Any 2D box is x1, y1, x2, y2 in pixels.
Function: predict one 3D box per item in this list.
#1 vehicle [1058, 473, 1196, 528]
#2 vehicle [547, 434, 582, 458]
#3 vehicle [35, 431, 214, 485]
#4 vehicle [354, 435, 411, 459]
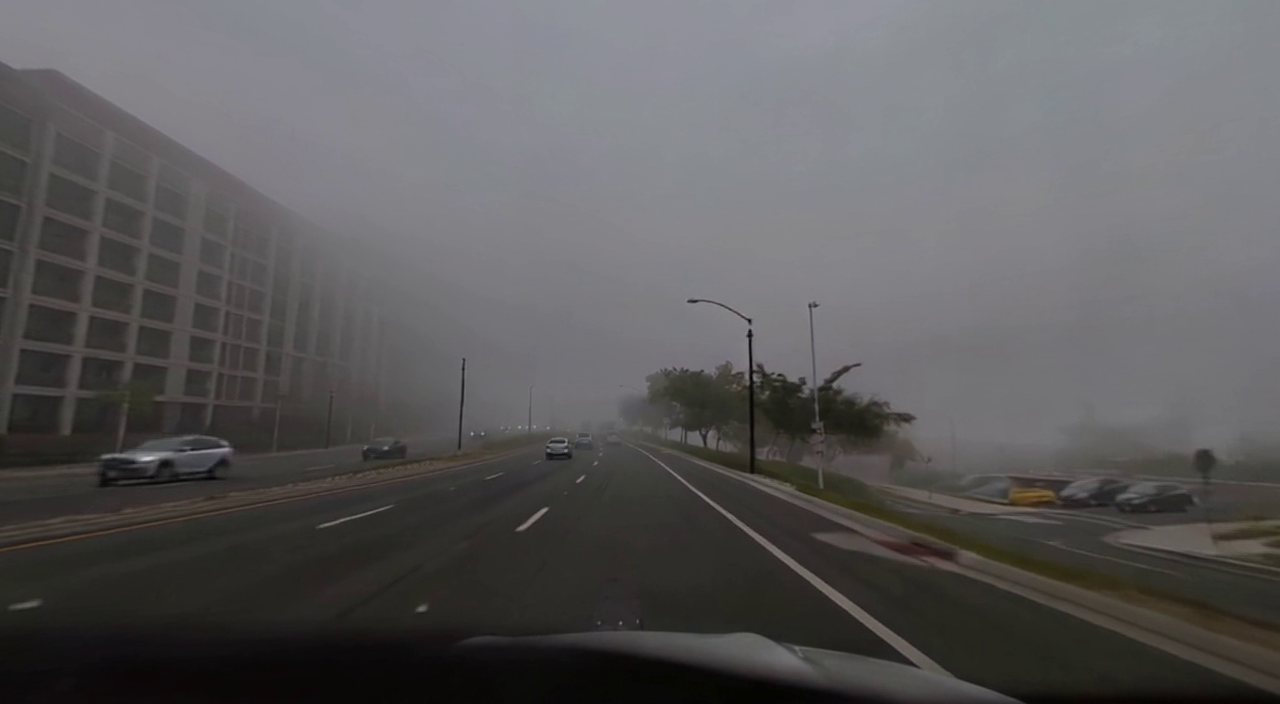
[{"bbox_3d":[23.138,7.136,30.208,4.619,1.807,2.224,7,-19,3],"label":"vehicle"},{"bbox_3d":[-5.075,6.385,42.932,2.025,1.474,4.292,0,-9,-2],"label":"vehicle"},{"bbox_3d":[-18.398,3.808,22.969,2.286,1.743,4.869,-1,-8,2],"label":"vehicle"},{"bbox_3d":[-18.139,6.713,44.765,2.079,1.560,4.702,0,-8,0],"label":"vehicle"}]
